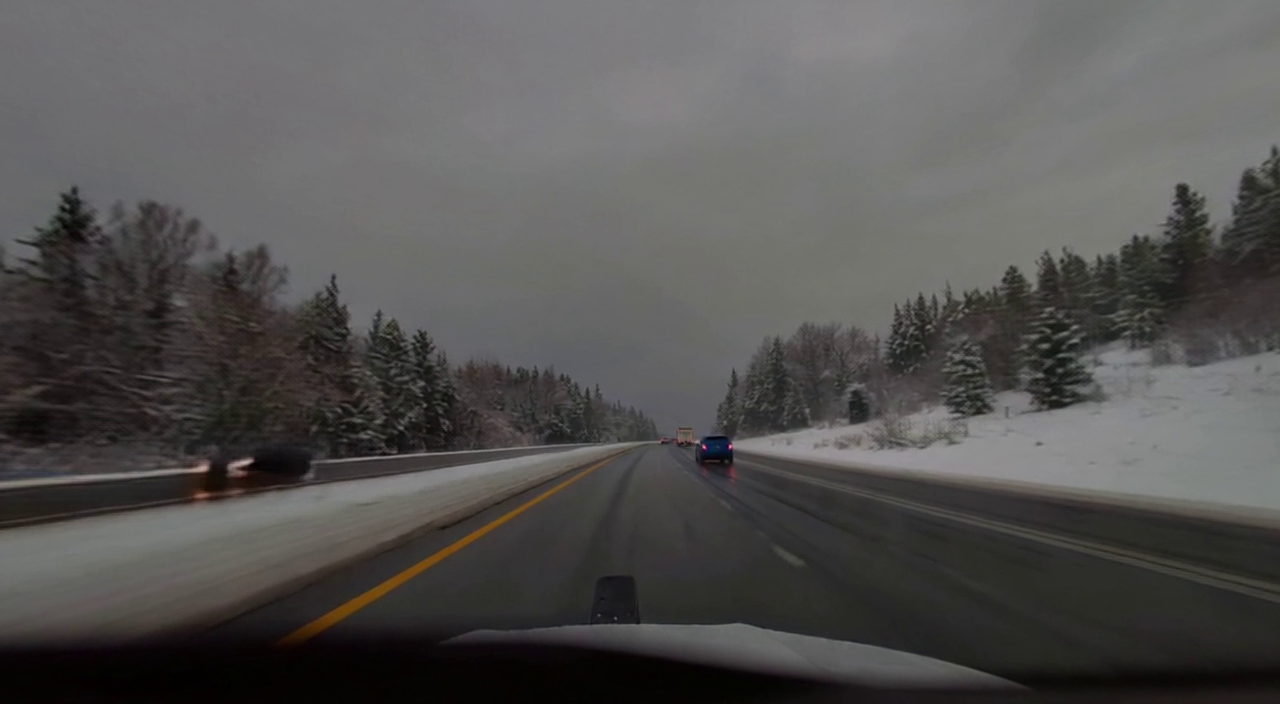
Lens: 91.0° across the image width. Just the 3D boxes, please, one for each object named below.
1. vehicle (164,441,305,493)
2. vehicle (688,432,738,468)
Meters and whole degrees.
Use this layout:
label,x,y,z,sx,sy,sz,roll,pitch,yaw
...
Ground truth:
label,x,y,z,sx,sy,sz,roll,pitch,yaw
vehicle,-12.995,3.654,20.511,1.847,1.488,4.102,-1,-8,0
vehicle,3.625,4.933,31.902,2.022,1.663,4.245,-1,-8,0
